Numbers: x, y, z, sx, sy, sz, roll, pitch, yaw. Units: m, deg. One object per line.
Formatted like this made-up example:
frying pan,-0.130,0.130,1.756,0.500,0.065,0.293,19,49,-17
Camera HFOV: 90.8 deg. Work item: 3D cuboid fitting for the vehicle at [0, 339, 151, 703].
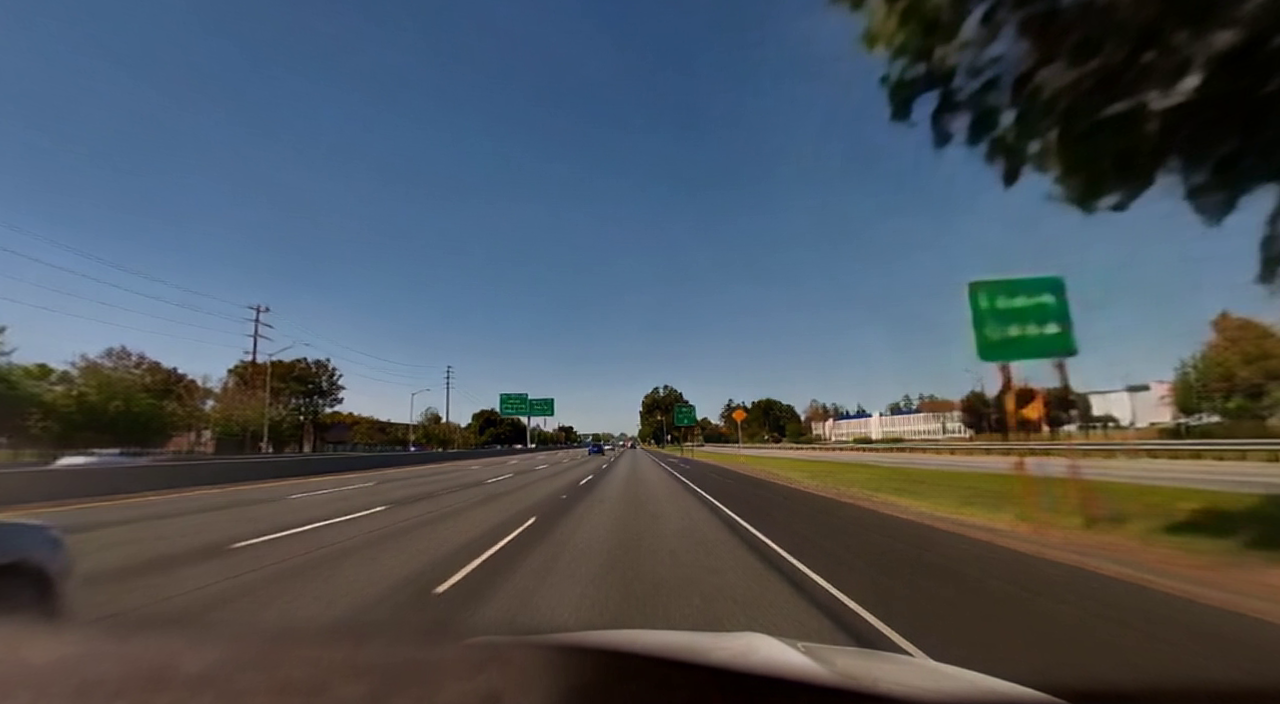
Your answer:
vehicle,-3.815,0.603,1.111,2.150,1.761,4.697,0,-8,-1
